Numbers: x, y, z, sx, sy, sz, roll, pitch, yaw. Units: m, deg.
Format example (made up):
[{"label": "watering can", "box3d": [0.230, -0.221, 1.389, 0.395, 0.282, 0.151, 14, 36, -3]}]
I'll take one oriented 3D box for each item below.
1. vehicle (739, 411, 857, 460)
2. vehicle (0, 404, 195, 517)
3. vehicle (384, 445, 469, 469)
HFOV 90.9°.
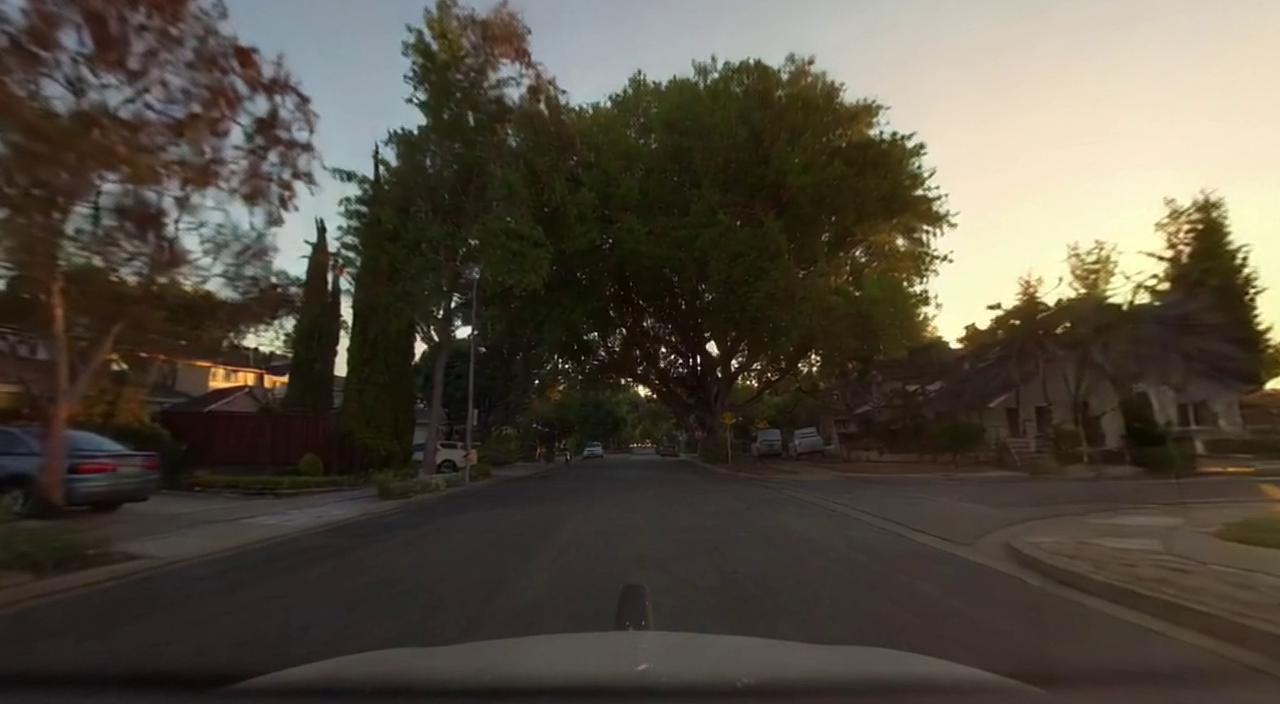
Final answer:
[{"label": "vehicle", "box3d": [10.773, 5.775, 43.514, 7.362, 3.227, 2.674, 0, -9, -2]}, {"label": "vehicle", "box3d": [-13.052, 2.145, 12.776, 5.946, 2.048, 2.595, 1, -9, -3]}, {"label": "vehicle", "box3d": [-13.772, 6.802, 40.845, 4.764, 1.514, 1.912, 0, -9, -1]}]
